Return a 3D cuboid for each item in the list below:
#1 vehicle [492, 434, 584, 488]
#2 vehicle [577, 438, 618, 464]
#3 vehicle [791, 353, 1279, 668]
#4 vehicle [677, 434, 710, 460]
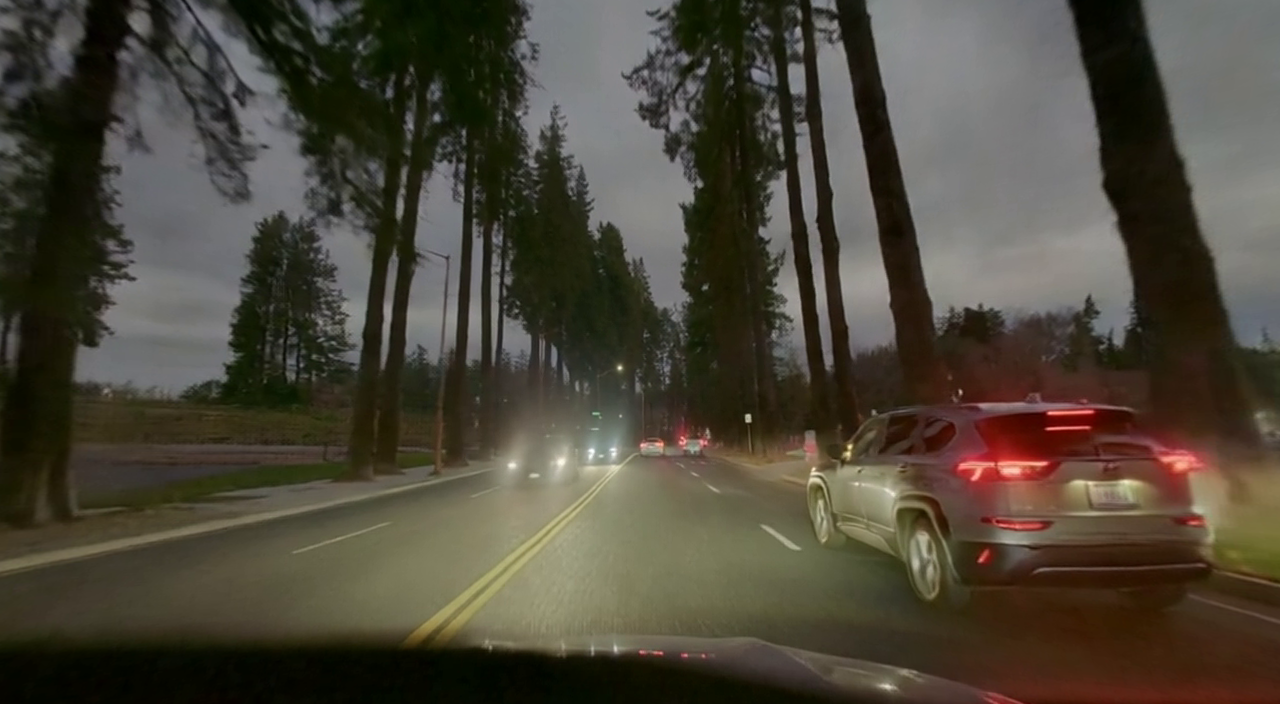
[{"bbox_3d":[-3.108,3.431,20.139,2.096,1.515,4.481,-1,-8,2],"label":"vehicle"},{"bbox_3d":[-2.641,6.307,40.054,2.151,1.540,4.673,-1,-8,2],"label":"vehicle"},{"bbox_3d":[3.301,1.301,6.388,2.219,1.881,5.104,0,-8,0],"label":"vehicle"},{"bbox_3d":[3.914,7.036,46.708,2.069,1.791,4.422,0,-8,1],"label":"vehicle"}]
